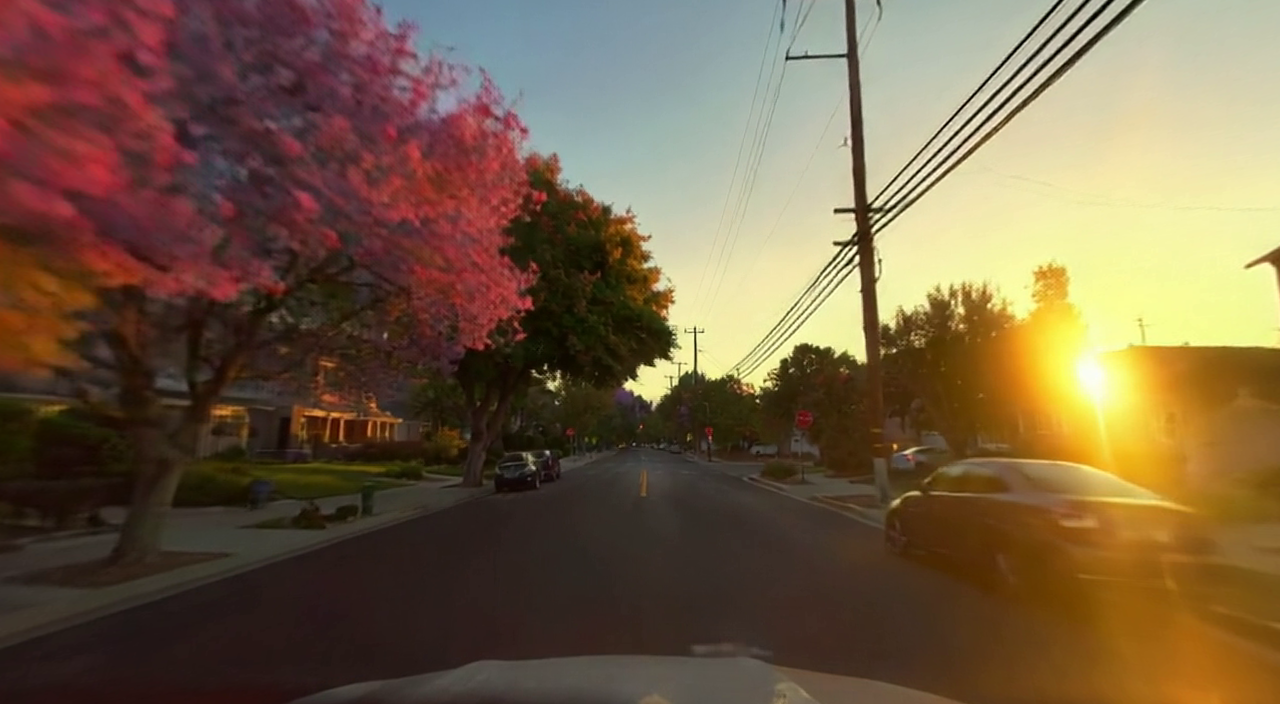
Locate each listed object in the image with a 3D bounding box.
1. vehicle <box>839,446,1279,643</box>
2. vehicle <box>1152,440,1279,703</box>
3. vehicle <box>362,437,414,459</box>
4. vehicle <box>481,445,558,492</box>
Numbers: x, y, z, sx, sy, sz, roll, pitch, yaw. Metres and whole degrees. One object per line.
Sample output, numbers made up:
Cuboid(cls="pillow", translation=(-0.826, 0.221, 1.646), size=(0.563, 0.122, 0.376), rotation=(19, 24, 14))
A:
Cuboid(cls="vehicle", translation=(4.270, 1.847, 7.403), size=(2.074, 1.466, 5.046), rotation=(0, -9, -2))
Cuboid(cls="vehicle", translation=(4.204, 0.931, 1.418), size=(2.006, 1.489, 4.753), rotation=(0, -8, -2))
Cuboid(cls="vehicle", translation=(-18.412, 6.984, 46.028), size=(1.870, 1.492, 4.472), rotation=(8, -12, -43))
Cuboid(cls="vehicle", translation=(-4.406, 4.307, 23.762), size=(1.938, 1.508, 4.481), rotation=(0, -7, 1))
